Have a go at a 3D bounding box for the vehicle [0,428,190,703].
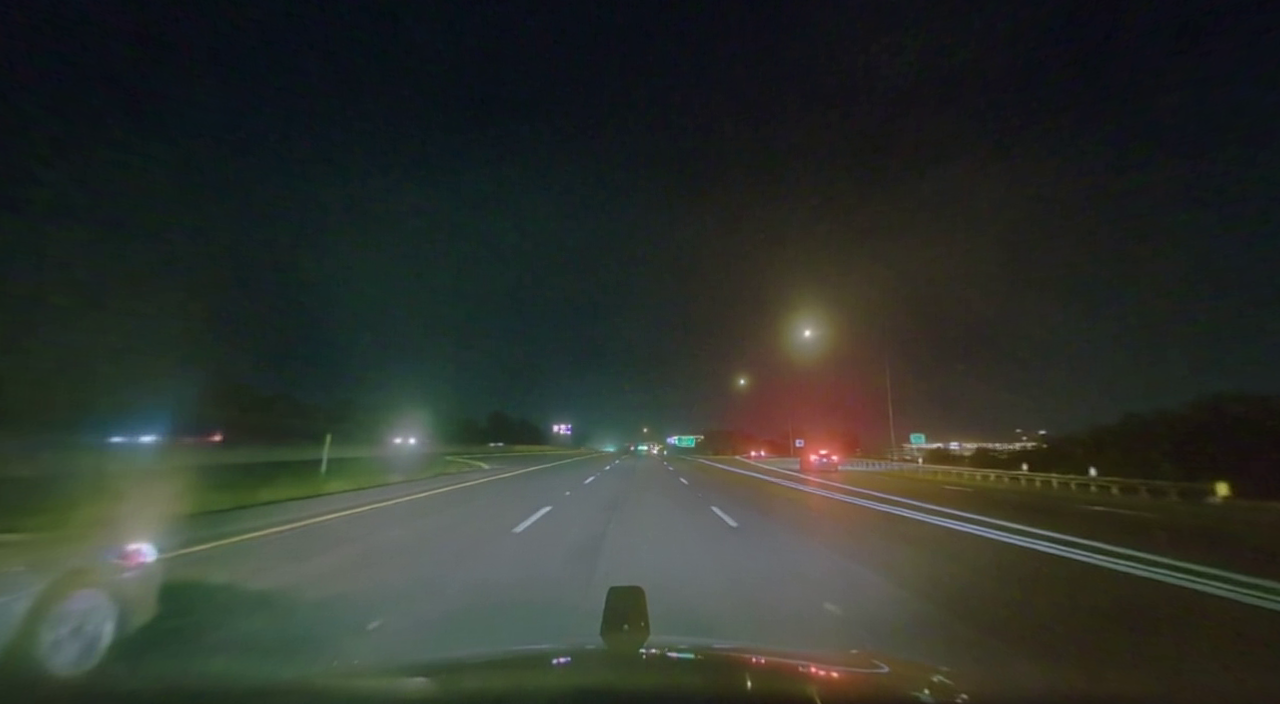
[{"bbox_3d":[-3.853,0.969,1.925,1.968,1.504,3.892,0,-8,2],"label":"vehicle"}]
